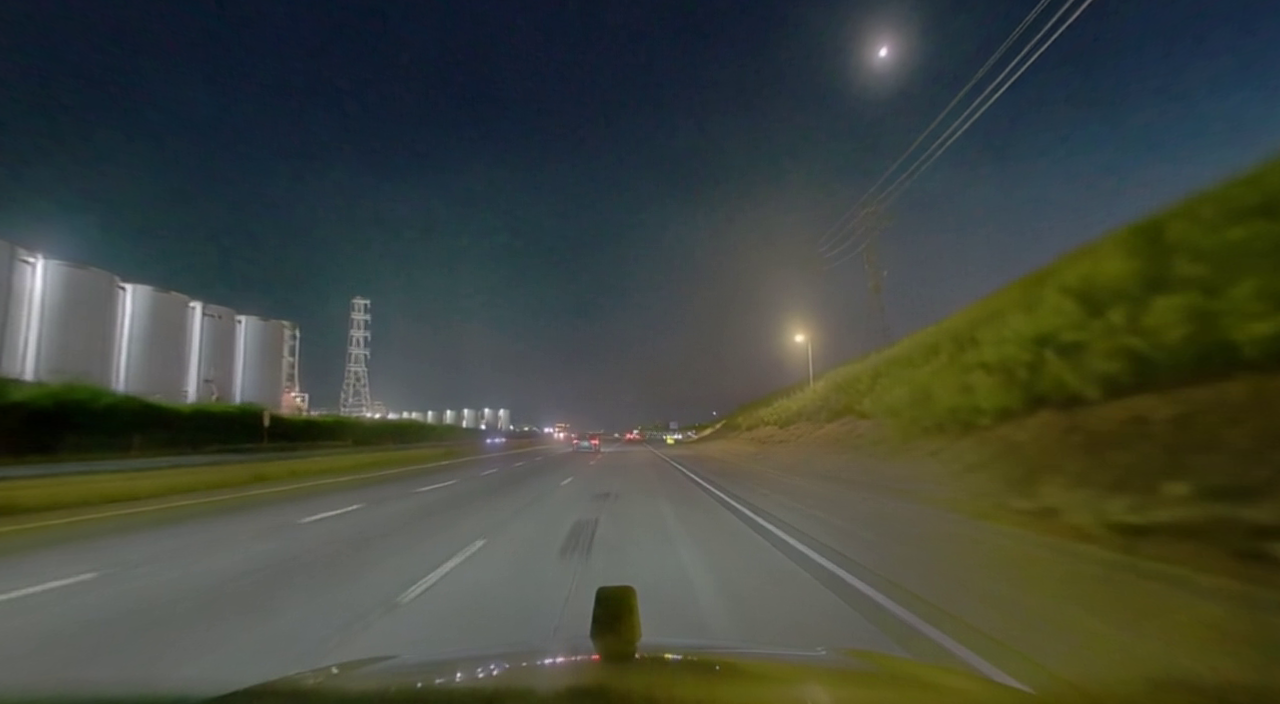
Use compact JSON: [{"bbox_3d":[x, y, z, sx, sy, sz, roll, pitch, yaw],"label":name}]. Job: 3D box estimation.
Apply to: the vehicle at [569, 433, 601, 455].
[{"bbox_3d":[-3.895,6.584,45.160,1.952,1.462,3.969,0,-8,-1],"label":"vehicle"}]
